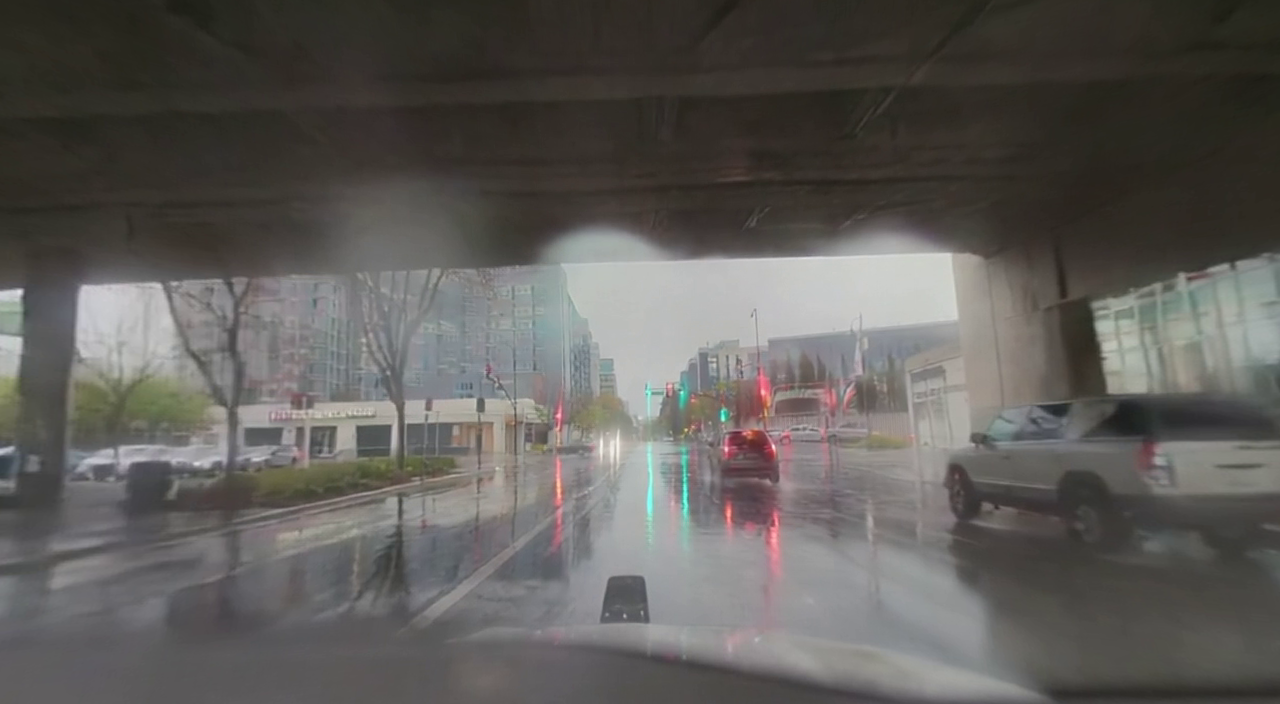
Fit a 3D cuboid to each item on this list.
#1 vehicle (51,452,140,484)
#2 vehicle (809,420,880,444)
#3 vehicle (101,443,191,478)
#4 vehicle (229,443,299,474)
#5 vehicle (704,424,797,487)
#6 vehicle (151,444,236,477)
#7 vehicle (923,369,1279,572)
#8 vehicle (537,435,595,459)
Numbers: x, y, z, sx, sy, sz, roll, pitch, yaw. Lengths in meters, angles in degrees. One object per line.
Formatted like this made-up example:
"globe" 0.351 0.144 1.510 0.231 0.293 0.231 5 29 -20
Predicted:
"vehicle" -32.850 6.970 38.183 1.735 1.721 3.993 0 -8 1
"vehicle" 15.259 5.988 47.252 4.611 1.778 1.939 0 -8 1
"vehicle" -29.804 6.529 38.241 1.811 1.942 4.376 0 -8 1
"vehicle" -22.675 6.413 38.231 1.757 1.699 3.854 0 -8 2
"vehicle" 3.011 2.903 18.038 1.947 1.576 3.825 0 -8 0
"vehicle" -27.040 6.534 38.400 1.807 1.795 4.566 0 -8 1
"vehicle" 6.855 1.619 9.560 2.433 2.116 5.789 0 -8 0
"vehicle" -5.180 6.599 43.908 2.099 1.562 4.037 7 -10 -41
